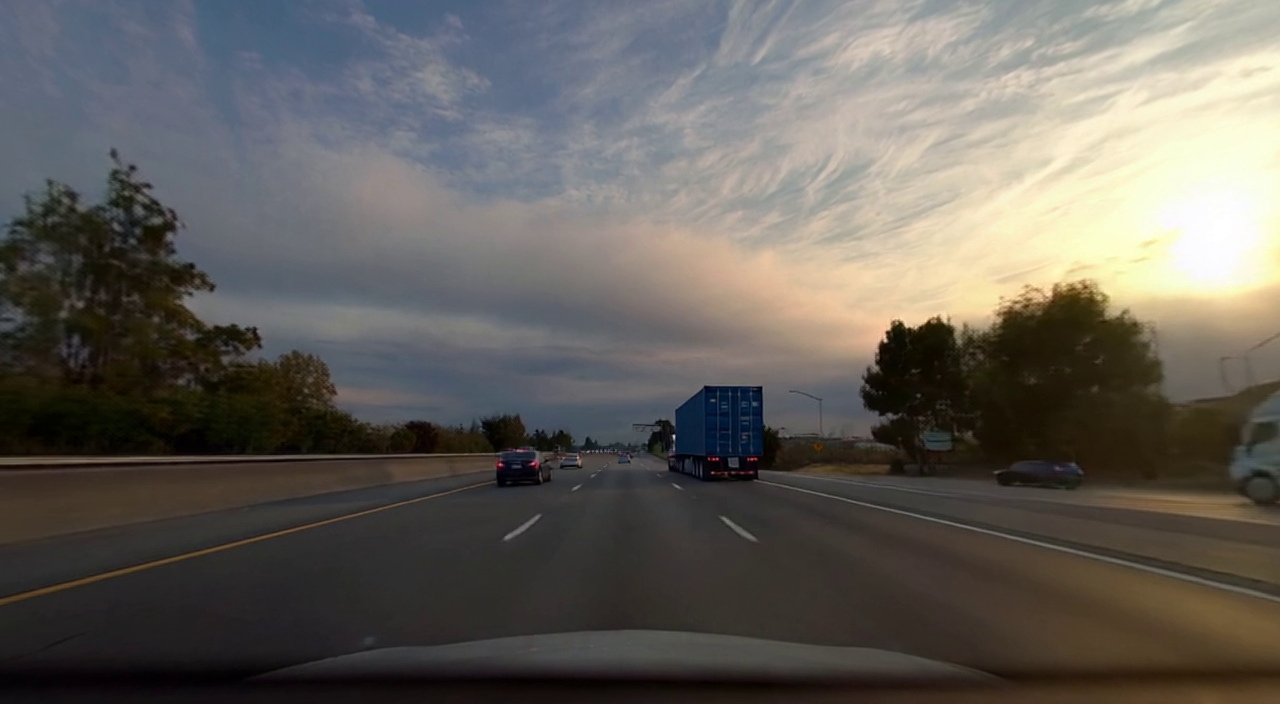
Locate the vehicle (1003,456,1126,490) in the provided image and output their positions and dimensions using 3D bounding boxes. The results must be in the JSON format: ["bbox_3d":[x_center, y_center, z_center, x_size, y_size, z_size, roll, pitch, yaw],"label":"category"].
[{"bbox_3d":[19.974,5.684,29.970,1.989,1.430,4.811,1,-9,-10],"label":"vehicle"}]

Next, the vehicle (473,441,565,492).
[{"bbox_3d":[-4.261,4.154,23.184,2.370,1.647,5.091,0,-9,0],"label":"vehicle"}]

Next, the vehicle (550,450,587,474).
[{"bbox_3d":[-4.718,7.273,41.816,2.063,1.532,3.763,0,-9,-1],"label":"vehicle"}]

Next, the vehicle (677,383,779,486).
[{"bbox_3d":[3.819,4.233,31.282,2.821,4.046,12.876,0,-9,-2],"label":"vehicle"}]
